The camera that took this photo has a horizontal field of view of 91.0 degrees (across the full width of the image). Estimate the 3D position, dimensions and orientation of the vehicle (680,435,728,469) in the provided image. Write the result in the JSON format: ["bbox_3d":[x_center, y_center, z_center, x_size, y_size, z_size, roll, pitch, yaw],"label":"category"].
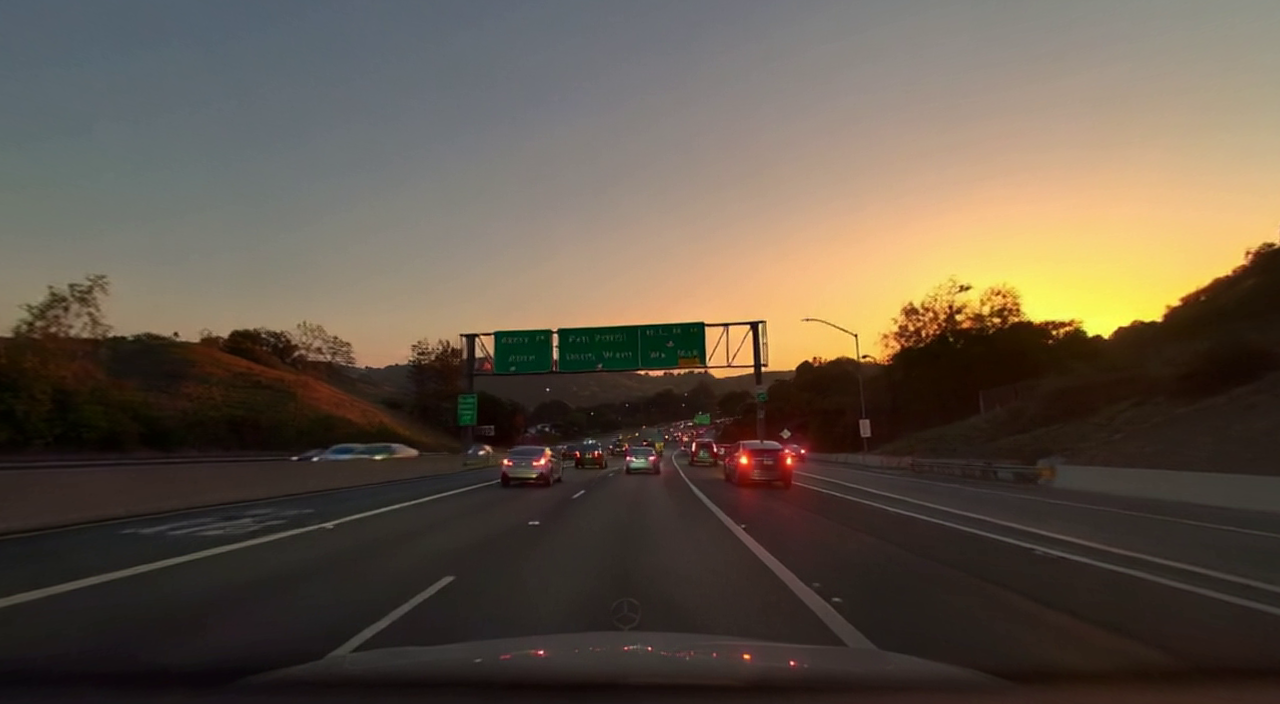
[{"bbox_3d":[4.381,7.028,44.389,2.802,2.151,6.579,0,-9,1],"label":"vehicle"}]

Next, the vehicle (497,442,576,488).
[{"bbox_3d":[-3.678,4.109,23.220,1.996,1.488,4.451,0,-9,2],"label":"vehicle"}]

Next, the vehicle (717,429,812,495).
[{"bbox_3d":[3.653,3.328,19.269,2.045,1.768,4.249,0,-9,0],"label":"vehicle"}]

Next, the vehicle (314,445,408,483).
[{"bbox_3d":[-12.396,4.994,28.363,2.042,1.526,4.580,0,-9,2],"label":"vehicle"}]

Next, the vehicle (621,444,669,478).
[{"bbox_3d":[0.261,5.078,29.496,2.071,1.478,4.130,0,-9,1],"label":"vehicle"}]
